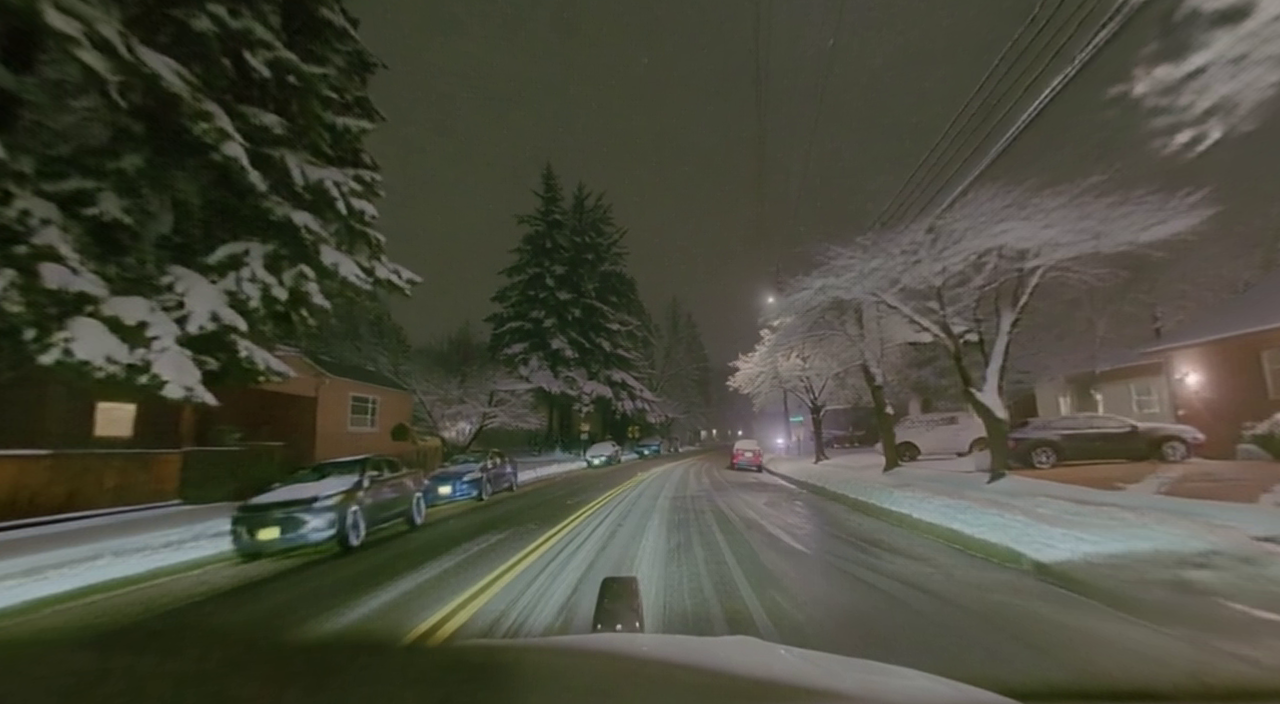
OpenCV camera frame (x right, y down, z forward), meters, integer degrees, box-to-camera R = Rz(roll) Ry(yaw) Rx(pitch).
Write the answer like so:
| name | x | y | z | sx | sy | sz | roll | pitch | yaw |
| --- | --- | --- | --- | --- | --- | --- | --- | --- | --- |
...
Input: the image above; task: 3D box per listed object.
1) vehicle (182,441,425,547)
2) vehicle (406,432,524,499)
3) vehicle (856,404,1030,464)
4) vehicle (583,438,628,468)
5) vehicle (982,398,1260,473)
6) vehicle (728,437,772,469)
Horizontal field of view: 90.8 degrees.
| name | x | y | z | sx | sy | sz | roll | pitch | yaw |
| --- | --- | --- | --- | --- | --- | --- | --- | --- | --- |
| vehicle | -5.660 | 2.568 | 11.389 | 1.886 | 1.494 | 4.149 | -2 | -13 | 3 |
| vehicle | -5.012 | 3.494 | 18.809 | 1.972 | 1.536 | 4.347 | -4 | -15 | 4 |
| vehicle | 10.444 | 2.901 | 22.188 | 5.009 | 1.906 | 2.046 | -2 | -8 | 8 |
| vehicle | -2.138 | 6.470 | 40.184 | 2.005 | 1.557 | 4.172 | -3 | -14 | 8 |
| vehicle | 10.855 | 1.924 | 14.571 | 4.744 | 1.507 | 1.953 | -1 | -7 | 1 |
| vehicle | 5.570 | 5.149 | 32.404 | 1.972 | 1.460 | 4.137 | -2 | -8 | 7 |
